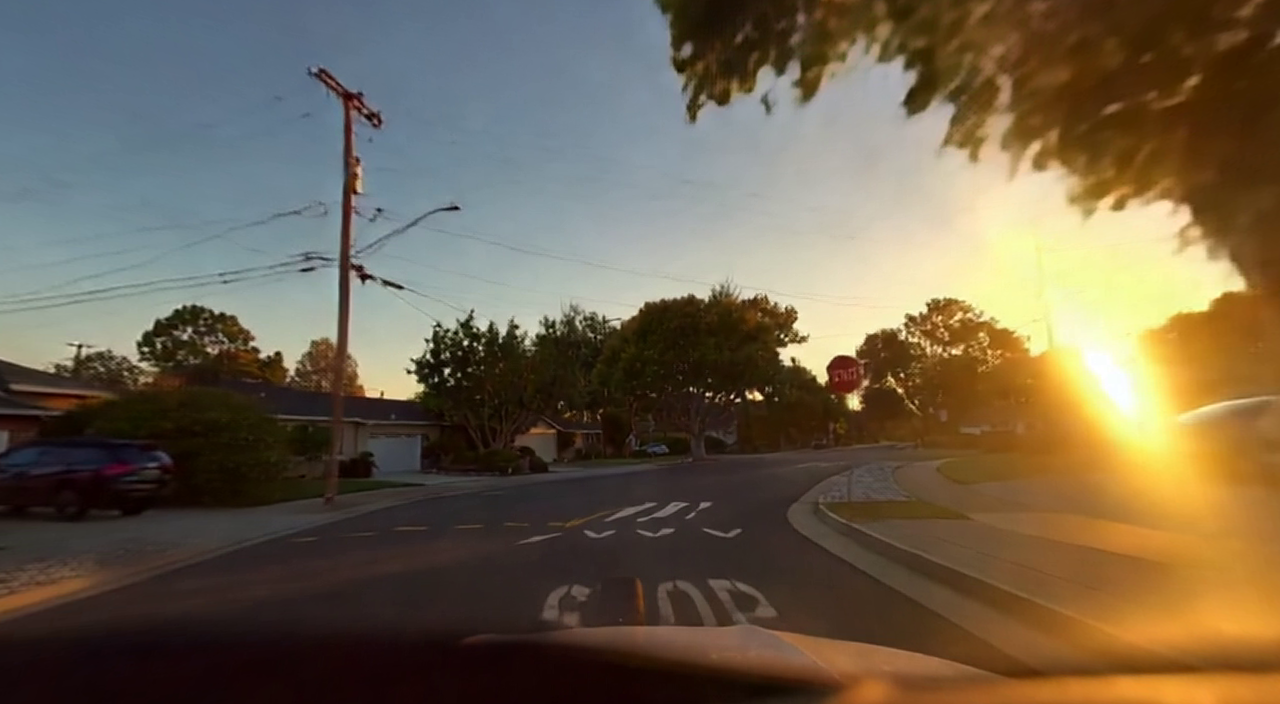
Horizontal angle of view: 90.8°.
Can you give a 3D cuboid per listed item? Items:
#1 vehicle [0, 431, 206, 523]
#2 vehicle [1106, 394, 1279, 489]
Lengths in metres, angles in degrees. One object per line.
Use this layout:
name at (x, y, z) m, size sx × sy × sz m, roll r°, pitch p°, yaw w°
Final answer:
vehicle at (-12.616, 2.697, 13.945) m, size 4.484 × 1.852 × 2.009 m, roll 0°, pitch -9°, yaw -2°
vehicle at (12.277, 1.791, 12.630) m, size 4.180 × 1.759 × 1.940 m, roll -2°, pitch -9°, yaw 11°
